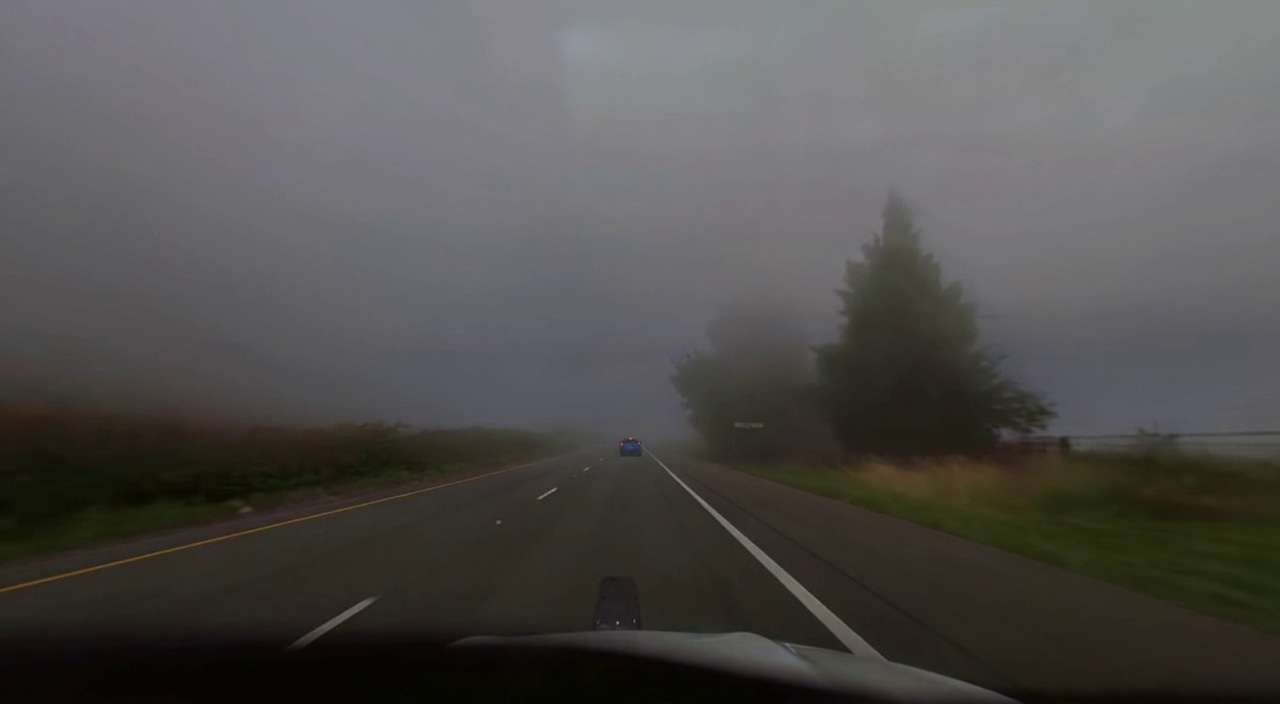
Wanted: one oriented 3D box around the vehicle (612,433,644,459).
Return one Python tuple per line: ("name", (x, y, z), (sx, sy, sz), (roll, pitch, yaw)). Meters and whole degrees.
("vehicle", (-0.827, 6.596, 44.366), (2.180, 1.717, 4.139), (0, -8, -1))
